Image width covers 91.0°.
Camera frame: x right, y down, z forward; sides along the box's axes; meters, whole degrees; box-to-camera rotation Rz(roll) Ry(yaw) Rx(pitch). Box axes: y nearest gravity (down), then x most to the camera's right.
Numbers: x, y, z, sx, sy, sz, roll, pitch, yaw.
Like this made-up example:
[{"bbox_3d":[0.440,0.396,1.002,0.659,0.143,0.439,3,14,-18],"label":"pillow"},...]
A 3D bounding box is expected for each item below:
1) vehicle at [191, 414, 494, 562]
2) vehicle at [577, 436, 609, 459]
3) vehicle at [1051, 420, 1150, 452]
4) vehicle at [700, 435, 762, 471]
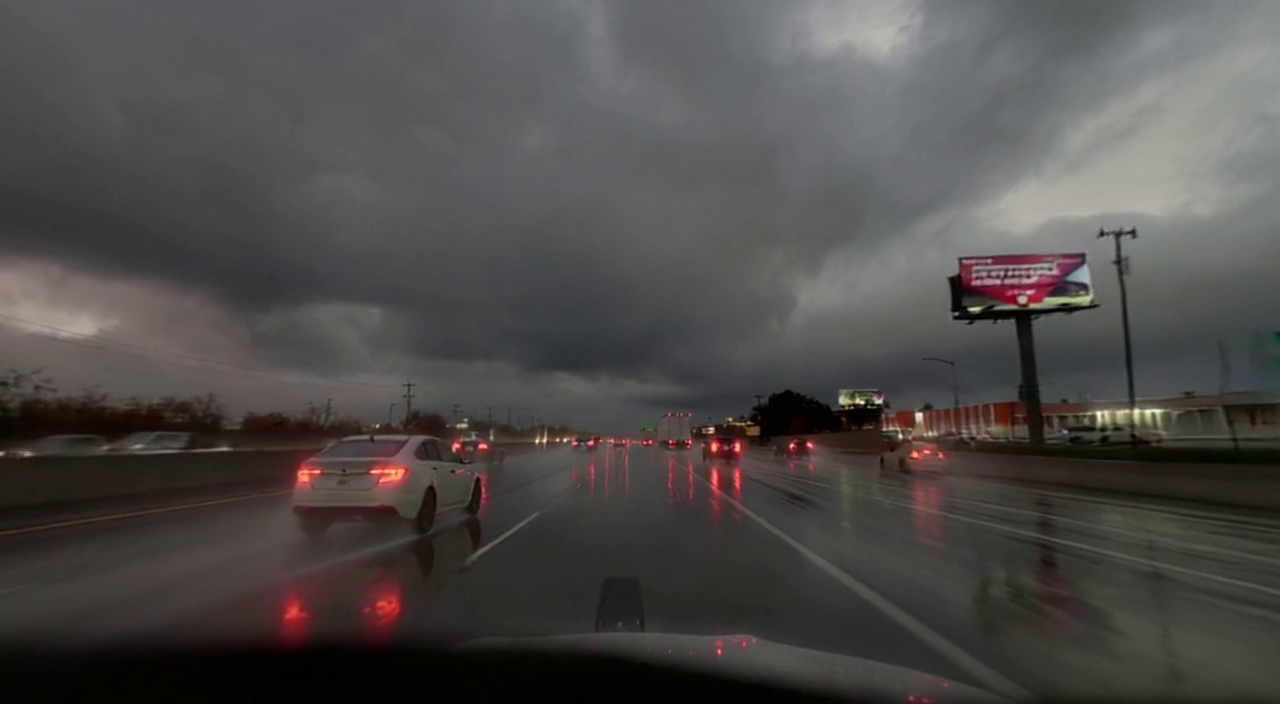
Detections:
[{"bbox_3d":[-3.581,1.731,8.698,2.008,1.504,4.264,0,-9,1],"label":"vehicle"},{"bbox_3d":[-3.338,6.890,45.483,2.001,1.577,4.055,0,-9,0],"label":"vehicle"},{"bbox_3d":[35.897,6.575,49.190,5.729,2.378,2.285,0,-9,2],"label":"vehicle"},{"bbox_3d":[4.116,4.664,29.238,2.135,1.532,4.506,0,-9,-1],"label":"vehicle"}]
